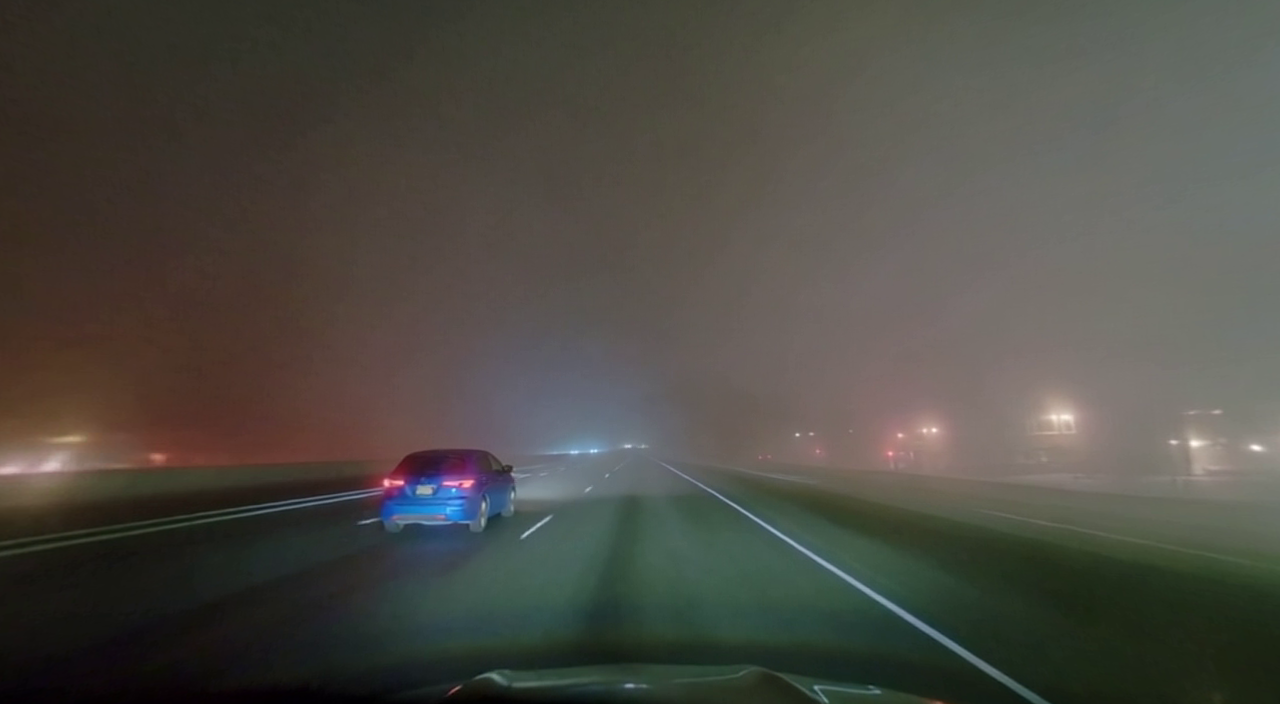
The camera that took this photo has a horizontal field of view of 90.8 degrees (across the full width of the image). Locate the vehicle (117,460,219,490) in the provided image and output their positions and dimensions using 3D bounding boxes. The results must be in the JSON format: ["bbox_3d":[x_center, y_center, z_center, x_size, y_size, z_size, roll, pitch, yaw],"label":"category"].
[{"bbox_3d":[-24.965,6.501,33.570,2.283,1.455,3.923,0,-9,2],"label":"vehicle"}]

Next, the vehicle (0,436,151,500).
[{"bbox_3d":[-25.036,4.993,27.687,2.298,2.459,5.934,0,-9,1],"label":"vehicle"}]

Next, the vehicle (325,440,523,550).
[{"bbox_3d":[-3.330,2.262,10.625,1.935,1.479,3.787,0,-9,1],"label":"vehicle"}]
